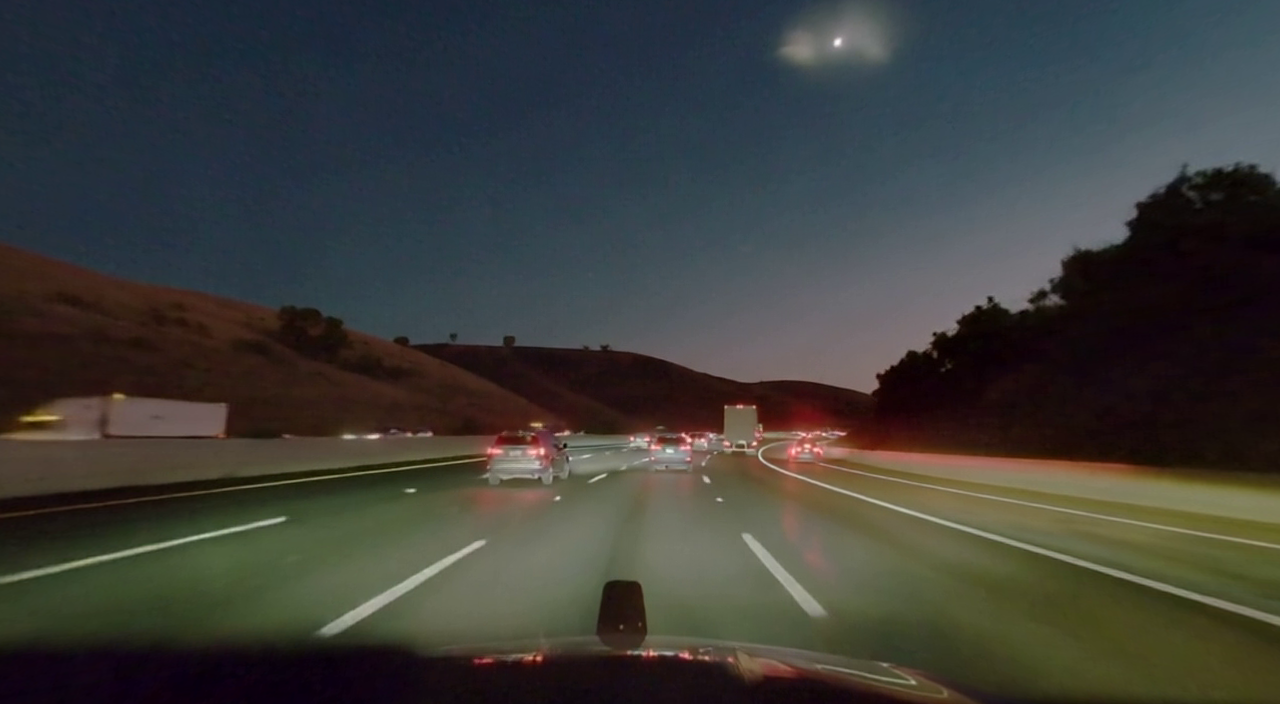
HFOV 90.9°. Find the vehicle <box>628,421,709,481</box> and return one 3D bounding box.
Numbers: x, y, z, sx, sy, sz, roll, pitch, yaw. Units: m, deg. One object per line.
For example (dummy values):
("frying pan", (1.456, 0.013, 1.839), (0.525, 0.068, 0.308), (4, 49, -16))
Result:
("vehicle", (1.037, 3.362, 21.618), (2.484, 1.820, 4.497), (-1, -8, 4))

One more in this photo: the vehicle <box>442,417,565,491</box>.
("vehicle", (-3.460, 2.702, 16.985), (2.077, 1.712, 4.406), (-1, -8, 4))

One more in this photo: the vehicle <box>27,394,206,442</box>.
("vehicle", (-40.299, 5.399, 49.596), (3.183, 3.239, 12.201), (-1, -8, 3))

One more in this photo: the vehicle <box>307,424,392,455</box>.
("vehicle", (-15.842, 4.828, 34.670), (2.217, 1.546, 4.425), (-1, -8, 6))

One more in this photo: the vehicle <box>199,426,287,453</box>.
("vehicle", (-22.804, 5.050, 36.468), (1.954, 1.450, 4.345), (-1, -8, 6))
